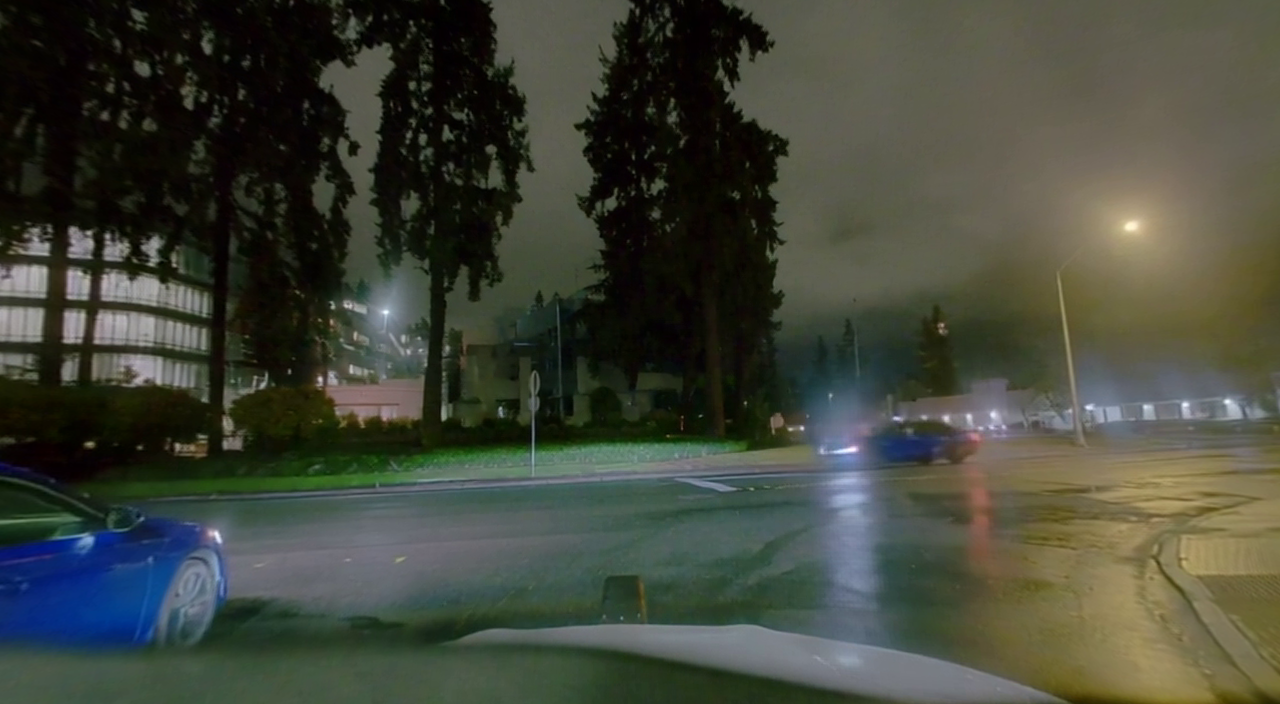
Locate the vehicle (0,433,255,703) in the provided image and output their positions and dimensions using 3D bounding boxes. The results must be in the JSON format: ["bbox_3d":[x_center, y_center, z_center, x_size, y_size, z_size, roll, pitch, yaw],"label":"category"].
[{"bbox_3d":[-3.325,0.957,1.887,2.069,1.413,5.006,1,-8,-11],"label":"vehicle"}]

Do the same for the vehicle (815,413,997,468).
[{"bbox_3d":[8.083,2.703,19.406,4.788,1.548,1.965,1,-8,-11],"label":"vehicle"}]
